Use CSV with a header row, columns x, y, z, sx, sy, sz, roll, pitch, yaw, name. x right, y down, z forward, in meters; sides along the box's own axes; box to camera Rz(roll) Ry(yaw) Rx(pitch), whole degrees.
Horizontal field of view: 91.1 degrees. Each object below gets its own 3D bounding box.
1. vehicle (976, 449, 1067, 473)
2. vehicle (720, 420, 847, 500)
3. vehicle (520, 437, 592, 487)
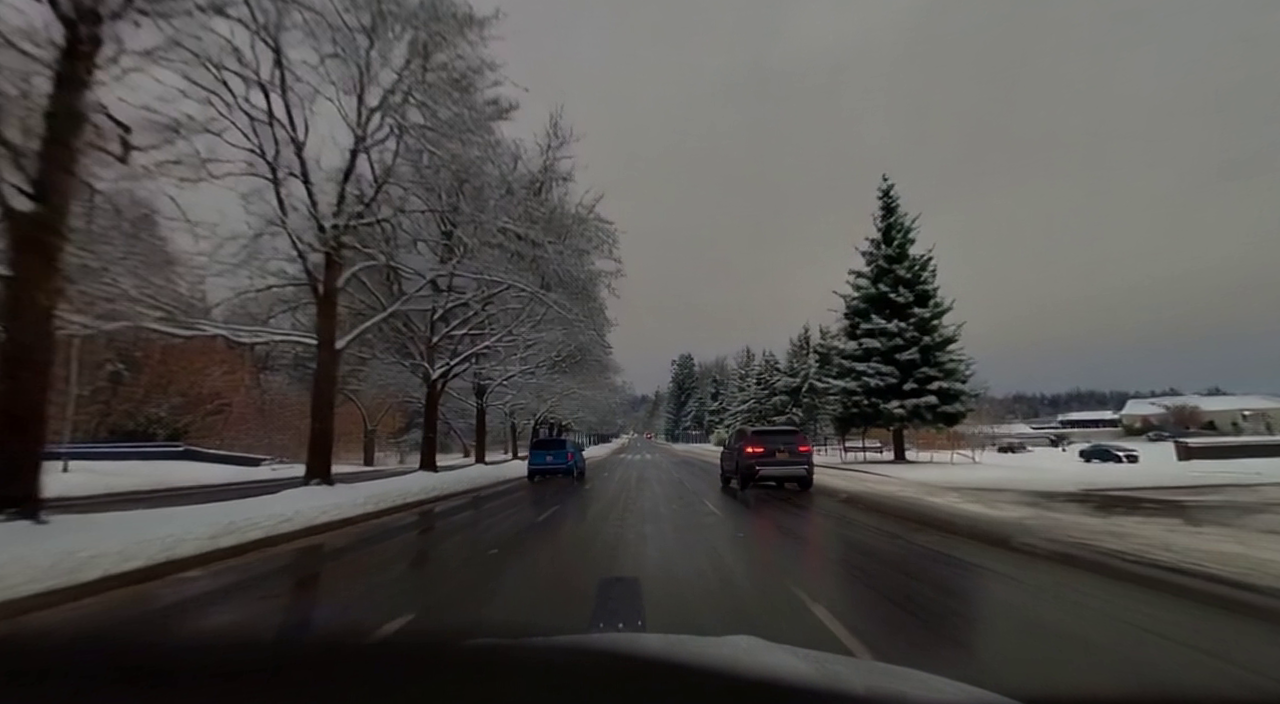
x,y,z,sx,sy,sz,roll,pitch,yaw,name
24.494,7.026,40.392,4.587,1.460,1.924,0,-8,1,vehicle
3.549,2.784,16.642,2.087,1.759,5.040,0,-8,-1,vehicle
-2.999,4.016,23.321,2.025,1.635,4.293,0,-8,1,vehicle
